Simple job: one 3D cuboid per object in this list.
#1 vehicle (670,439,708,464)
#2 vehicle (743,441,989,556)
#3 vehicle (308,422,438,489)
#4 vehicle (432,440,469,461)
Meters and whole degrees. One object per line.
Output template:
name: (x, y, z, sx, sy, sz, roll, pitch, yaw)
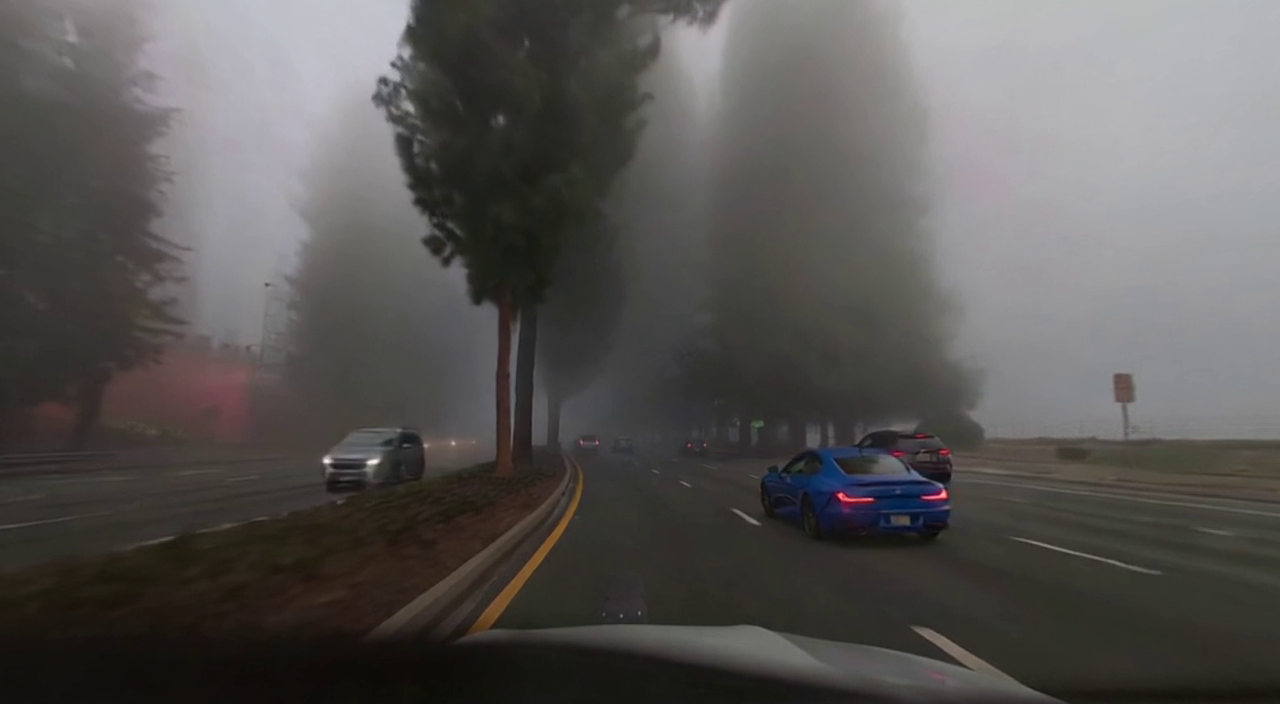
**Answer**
vehicle: (3.446, 7.087, 45.169, 1.931, 1.685, 4.054, 1, -9, -8)
vehicle: (3.081, 2.082, 9.810, 1.990, 1.347, 4.388, 0, -9, -3)
vehicle: (-7.592, 3.010, 18.535, 2.065, 1.712, 4.349, 0, -9, -3)
vehicle: (-14.360, 7.477, 48.095, 1.921, 1.472, 4.550, 1, -9, -6)
